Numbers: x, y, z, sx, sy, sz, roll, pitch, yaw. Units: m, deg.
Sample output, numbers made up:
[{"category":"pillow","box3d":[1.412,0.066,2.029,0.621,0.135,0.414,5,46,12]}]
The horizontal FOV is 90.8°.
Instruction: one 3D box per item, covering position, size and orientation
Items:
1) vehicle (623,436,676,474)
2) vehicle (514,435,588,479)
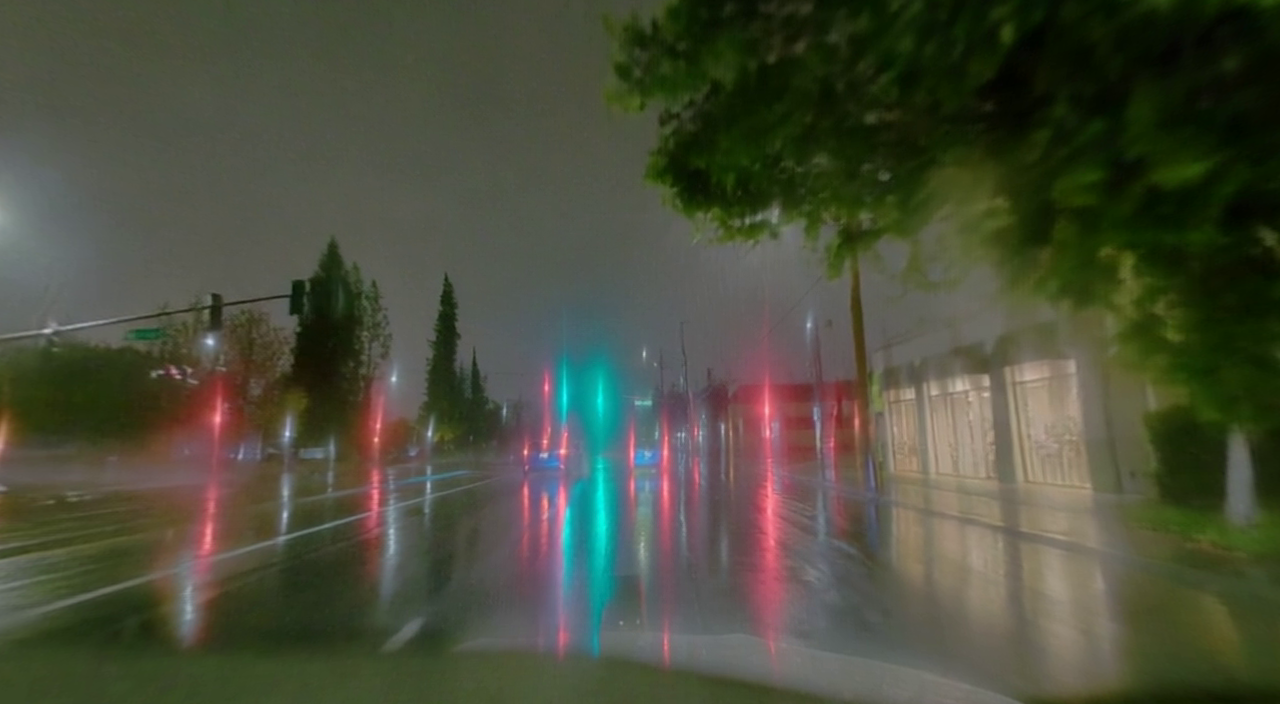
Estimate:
[{"category":"vehicle","box3d":[0.357,4.263,26.433,2.059,1.456,4.047,0,-8,0]},{"category":"vehicle","box3d":[-3.210,3.889,23.621,2.032,1.467,4.411,0,-8,1]}]
